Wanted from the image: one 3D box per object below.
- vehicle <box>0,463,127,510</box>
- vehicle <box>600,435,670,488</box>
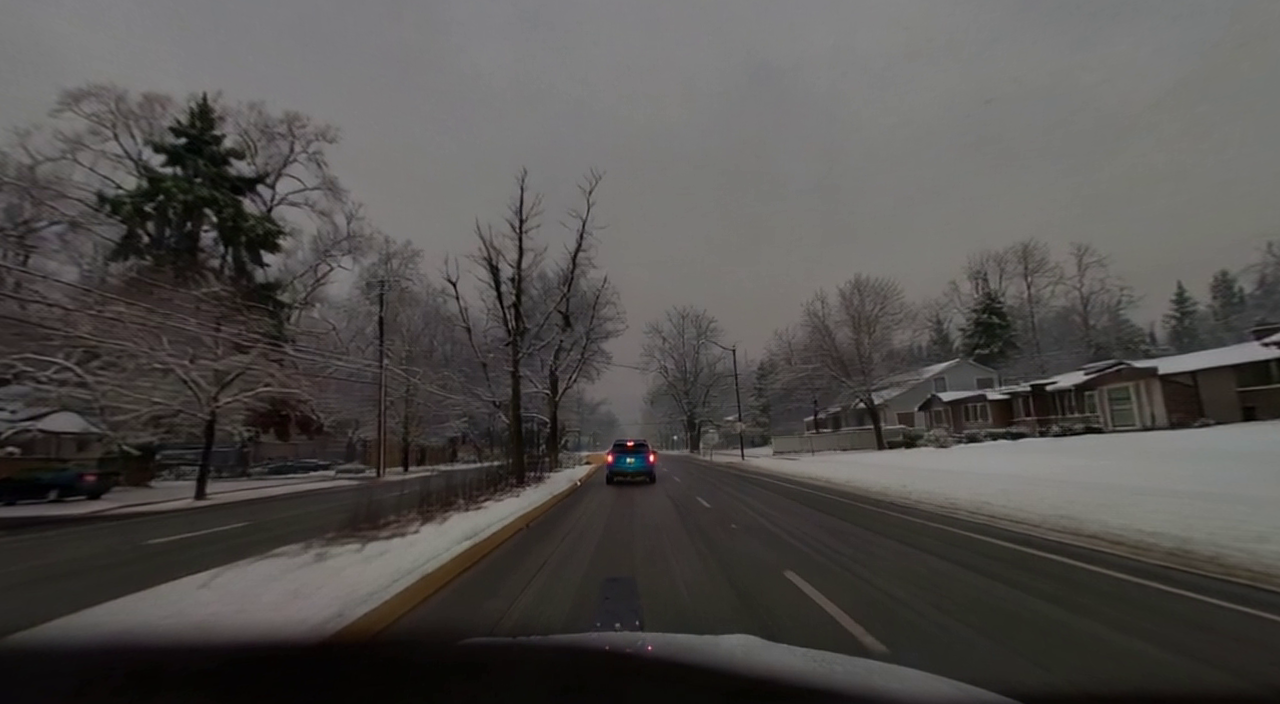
[{"bbox_3d":[-21.605,4.820,22.851,4.366,1.526,1.921,0,-9,0],"label":"vehicle"},{"bbox_3d":[-0.174,3.761,21.934,2.181,1.639,4.127,0,-9,0],"label":"vehicle"}]
